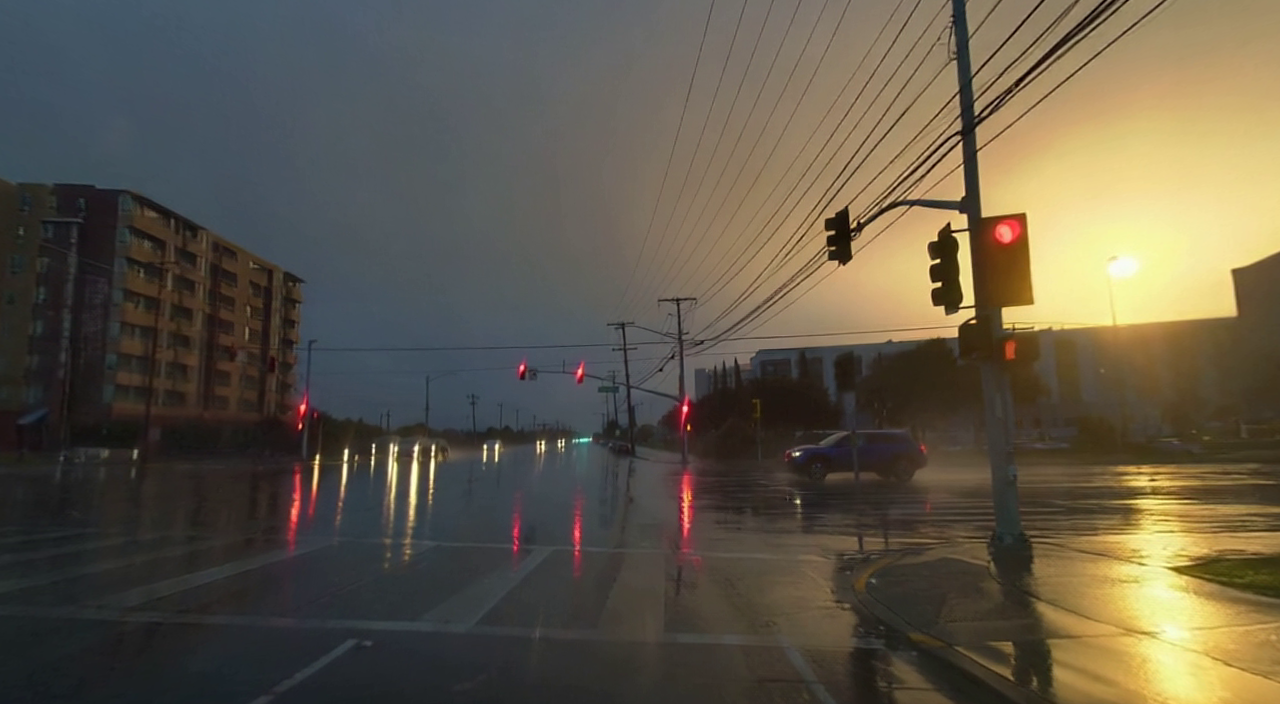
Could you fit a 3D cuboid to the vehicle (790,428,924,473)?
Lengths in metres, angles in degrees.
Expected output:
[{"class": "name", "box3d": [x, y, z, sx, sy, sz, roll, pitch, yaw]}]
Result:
[{"class": "vehicle", "box3d": [8.690, 4.024, 25.725, 4.884, 1.714, 2.021, -2, -9, 12]}]
